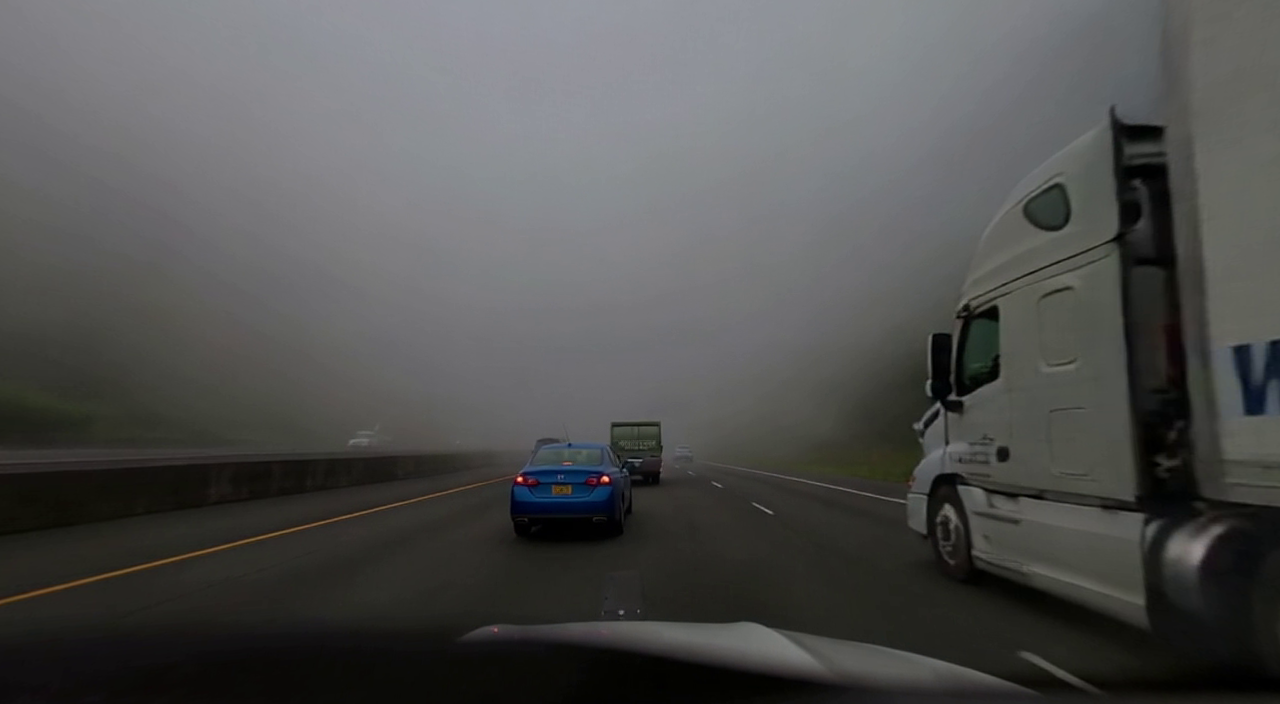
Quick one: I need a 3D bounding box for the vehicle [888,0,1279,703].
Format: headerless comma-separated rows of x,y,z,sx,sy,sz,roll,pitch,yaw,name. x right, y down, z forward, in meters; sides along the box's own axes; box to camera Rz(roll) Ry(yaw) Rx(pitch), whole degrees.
4.875,0.054,5.375,2.982,4.187,6.008,0,-9,1,vehicle

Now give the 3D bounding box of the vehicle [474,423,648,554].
-0.950,1.974,9.648,2.038,1.582,3.729,-1,-9,2,vehicle
